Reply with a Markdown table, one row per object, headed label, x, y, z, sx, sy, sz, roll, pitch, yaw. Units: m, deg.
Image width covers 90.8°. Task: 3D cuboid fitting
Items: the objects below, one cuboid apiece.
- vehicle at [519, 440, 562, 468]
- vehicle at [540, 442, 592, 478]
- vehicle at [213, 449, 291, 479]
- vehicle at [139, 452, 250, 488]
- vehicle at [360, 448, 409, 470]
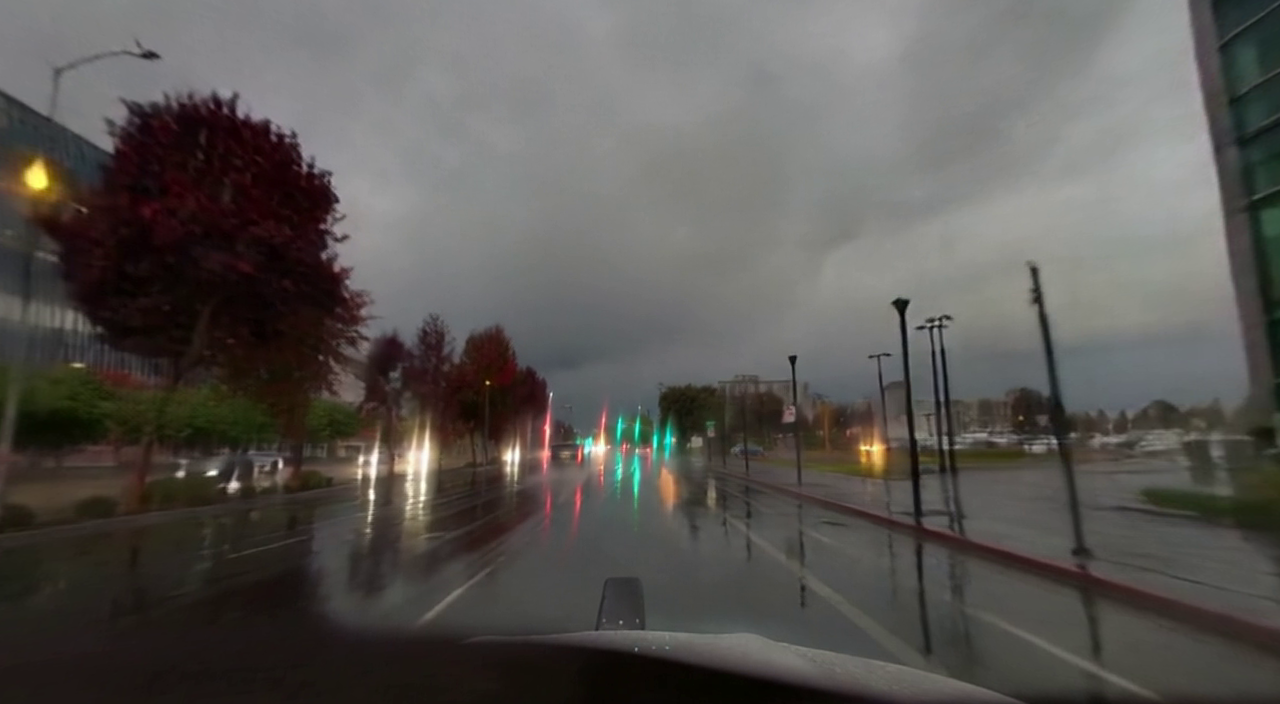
| label | x | y | z | sx | sy | sz | roll | pitch | yaw |
| --- | --- | --- | --- | --- | --- | --- | --- | --- | --- |
| vehicle | -6.887 | 7.127 | 44.245 | 2.224 | 1.821 | 4.711 | 0 | -8 | 1 |
| vehicle | -3.355 | 4.986 | 29.410 | 1.983 | 1.545 | 3.773 | 0 | -8 | 0 |
| vehicle | -23.680 | 6.832 | 38.763 | 1.855 | 1.692 | 4.621 | 0 | -8 | 0 |
| vehicle | -20.194 | 5.341 | 28.912 | 1.856 | 1.471 | 4.445 | 0 | -8 | 0 |
| vehicle | -20.134 | 8.445 | 49.999 | 1.918 | 1.601 | 4.610 | 0 | -8 | 0 |
